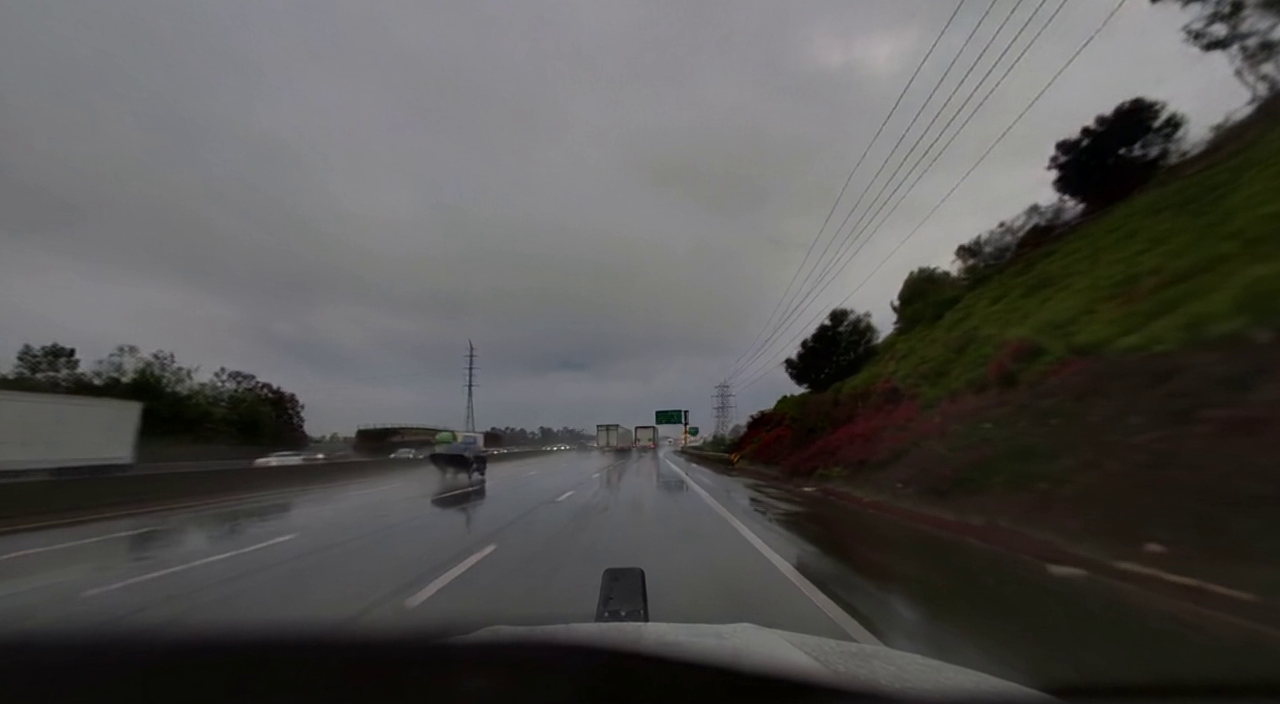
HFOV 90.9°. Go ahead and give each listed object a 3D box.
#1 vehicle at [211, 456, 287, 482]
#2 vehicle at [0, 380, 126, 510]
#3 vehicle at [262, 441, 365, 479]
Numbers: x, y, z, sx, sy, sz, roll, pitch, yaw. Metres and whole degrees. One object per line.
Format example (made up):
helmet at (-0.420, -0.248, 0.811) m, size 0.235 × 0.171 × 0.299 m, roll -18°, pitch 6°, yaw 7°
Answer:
vehicle at (-24.544, 7.338, 39.818) m, size 1.807 × 1.477 × 4.711 m, roll 0°, pitch -8°, yaw 0°
vehicle at (-20.936, 2.873, 19.430) m, size 2.897 × 3.919 × 8.383 m, roll 0°, pitch -8°, yaw 0°
vehicle at (-17.221, 5.695, 33.705) m, size 2.334 × 1.816 × 5.715 m, roll 0°, pitch -8°, yaw 1°
